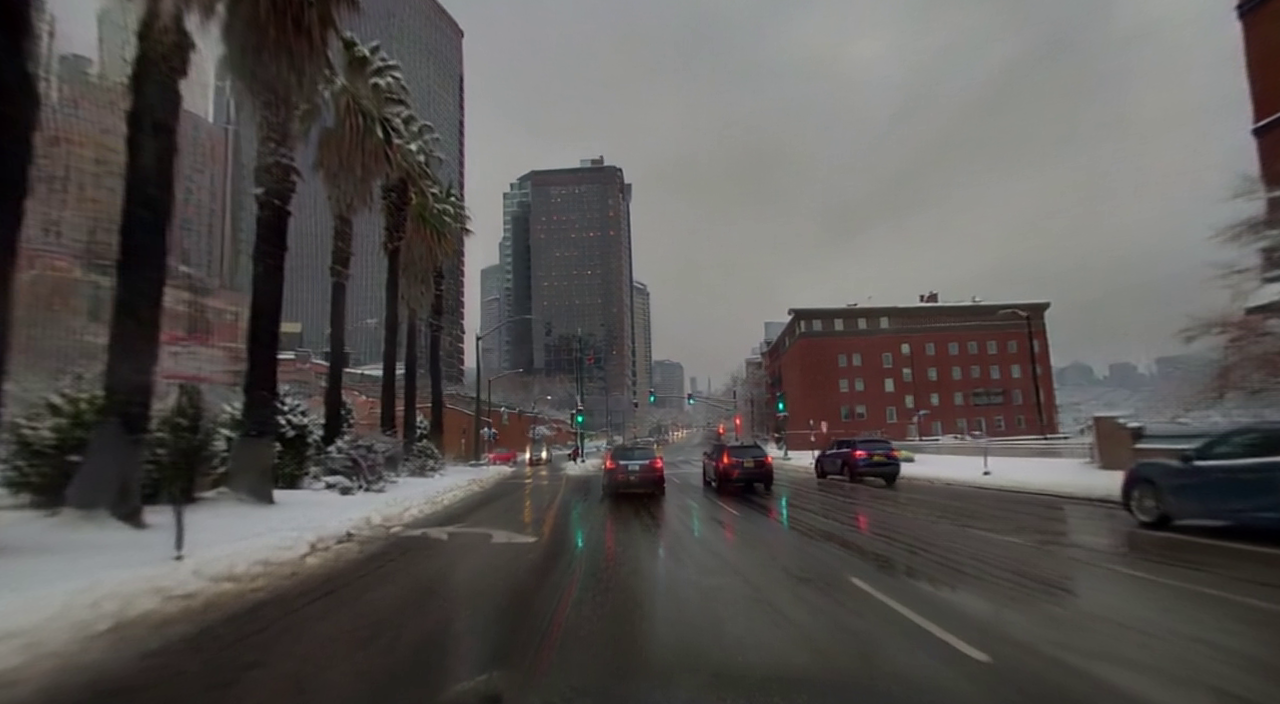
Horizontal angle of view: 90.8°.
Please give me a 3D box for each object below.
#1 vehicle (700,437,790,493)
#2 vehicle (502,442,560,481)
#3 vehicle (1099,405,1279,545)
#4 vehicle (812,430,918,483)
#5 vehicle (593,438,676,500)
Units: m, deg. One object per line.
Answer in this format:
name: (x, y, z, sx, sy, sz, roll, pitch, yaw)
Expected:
vehicle: (3.047, 3.354, 19.117, 1.909, 1.500, 3.524, 0, -8, -3)
vehicle: (-4.665, 4.743, 27.683, 1.977, 1.501, 4.435, 0, -8, -3)
vehicle: (8.865, 1.613, 8.476, 1.946, 1.715, 4.365, 0, -8, -3)
vehicle: (7.884, 3.717, 22.693, 2.000, 1.685, 4.487, 0, -8, -2)
vehicle: (-0.197, 3.157, 17.417, 2.048, 1.503, 3.681, 0, -8, -2)
